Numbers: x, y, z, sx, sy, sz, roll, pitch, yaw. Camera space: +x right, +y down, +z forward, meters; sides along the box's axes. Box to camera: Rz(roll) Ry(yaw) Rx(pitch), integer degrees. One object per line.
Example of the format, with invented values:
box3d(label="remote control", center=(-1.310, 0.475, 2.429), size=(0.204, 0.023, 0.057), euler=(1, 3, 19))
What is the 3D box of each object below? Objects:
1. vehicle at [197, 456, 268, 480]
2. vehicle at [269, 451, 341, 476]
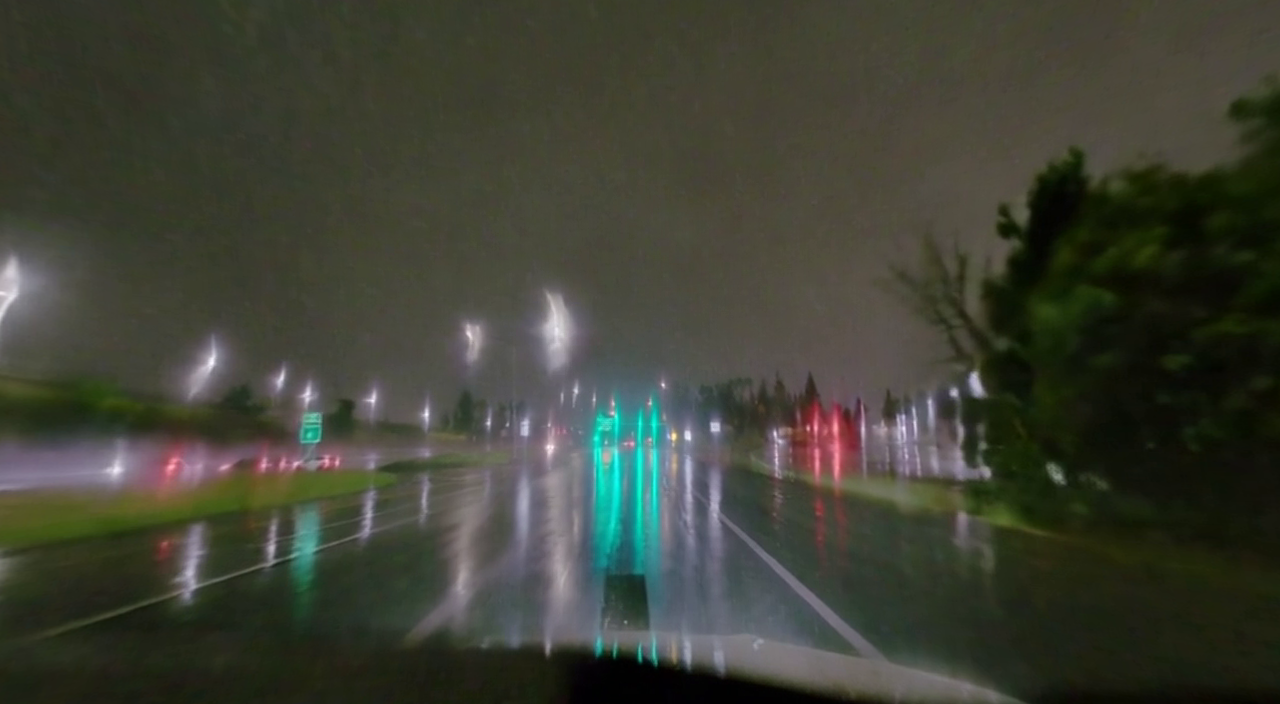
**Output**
box3d(label="vehicle", center=(-31.556, 8.969, 48.871), size=(4.260, 1.498, 1.850), euler=(-3, -8, -1))
box3d(label="vehicle", center=(-25.786, 8.599, 48.645), size=(4.495, 1.641, 1.966), euler=(-3, -9, 3))
